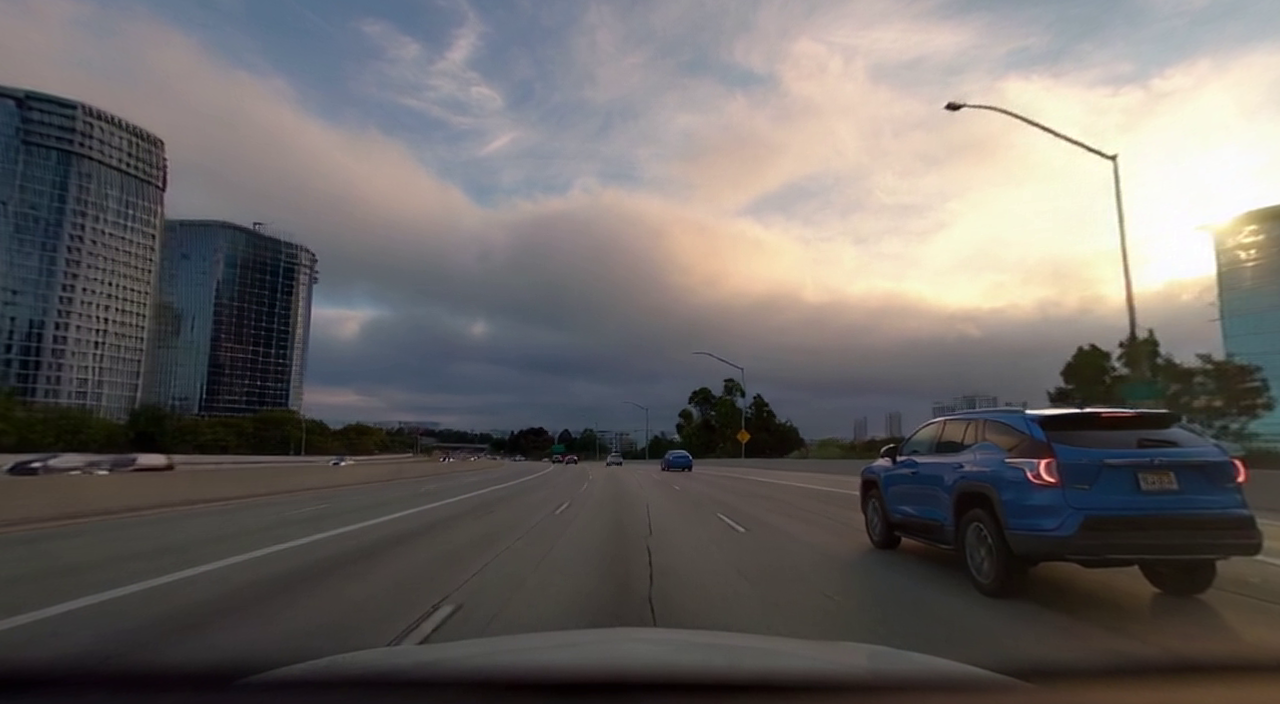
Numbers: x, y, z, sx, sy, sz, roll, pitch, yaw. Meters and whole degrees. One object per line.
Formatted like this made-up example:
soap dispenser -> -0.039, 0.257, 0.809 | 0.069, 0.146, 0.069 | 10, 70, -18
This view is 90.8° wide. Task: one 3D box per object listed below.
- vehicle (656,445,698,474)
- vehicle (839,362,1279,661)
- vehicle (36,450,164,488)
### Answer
vehicle -> 2.376, 7.078, 41.928 | 2.110, 1.780, 4.682 | 0, -9, -5
vehicle -> 3.792, 1.305, 6.163 | 2.182, 1.826, 4.392 | 0, -9, -1
vehicle -> -25.477, 5.488, 30.084 | 1.984, 1.647, 4.811 | 0, -9, -2
